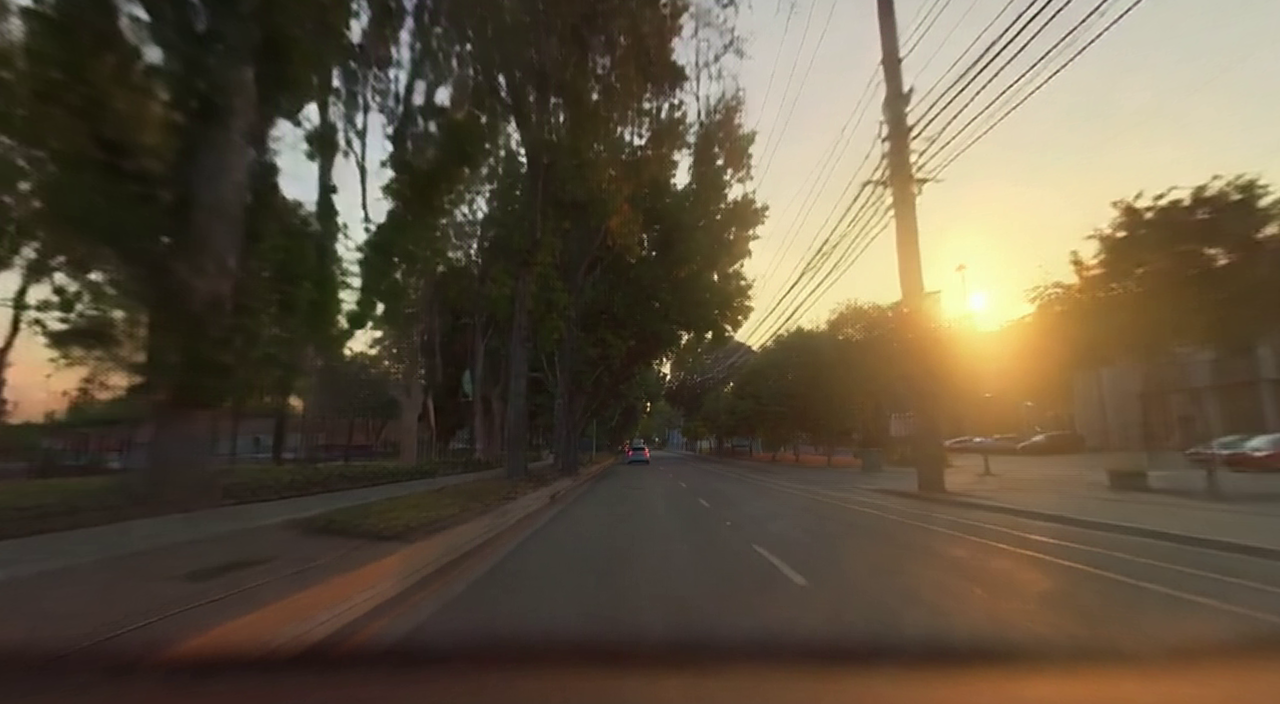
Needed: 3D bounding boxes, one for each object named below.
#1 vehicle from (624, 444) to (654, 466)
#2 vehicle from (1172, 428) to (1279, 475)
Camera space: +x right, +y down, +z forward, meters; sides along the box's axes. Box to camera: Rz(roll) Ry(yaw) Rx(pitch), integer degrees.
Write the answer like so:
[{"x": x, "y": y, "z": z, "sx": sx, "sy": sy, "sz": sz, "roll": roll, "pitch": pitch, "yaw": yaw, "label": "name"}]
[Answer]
[{"x": -0.090, "y": 7.507, "z": 46.243, "sx": 2.109, "sy": 1.501, "sz": 4.042, "roll": 0, "pitch": -8, "yaw": -1, "label": "vehicle"}, {"x": 25.873, "y": 4.143, "z": 26.256, "sx": 2.189, "sy": 1.805, "sz": 5.633, "roll": 0, "pitch": -10, "yaw": -6, "label": "vehicle"}]
